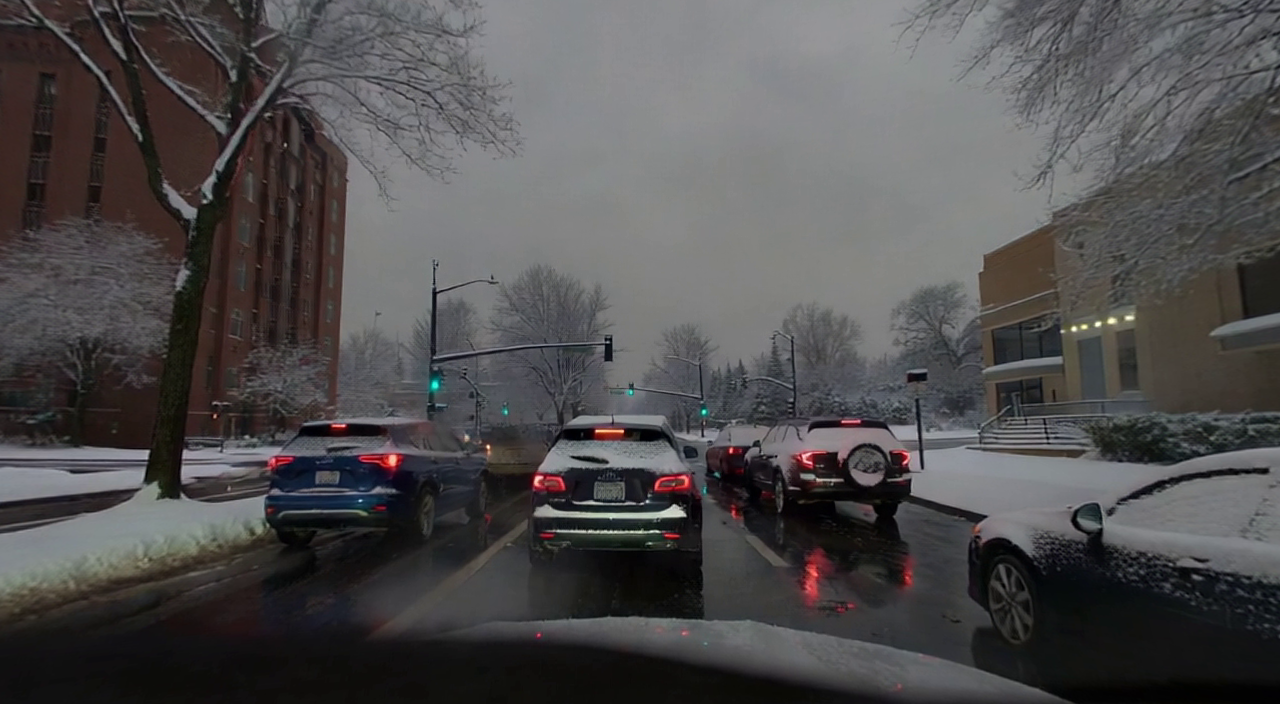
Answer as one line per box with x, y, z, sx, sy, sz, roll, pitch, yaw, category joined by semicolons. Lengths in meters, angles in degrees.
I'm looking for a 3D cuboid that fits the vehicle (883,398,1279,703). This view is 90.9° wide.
3.248;1.075;3.399;2.045;1.459;4.462;0;-8;-1;vehicle

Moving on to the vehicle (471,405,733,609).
-0.353;1.586;7.412;2.114;1.631;4.459;0;-8;-1;vehicle

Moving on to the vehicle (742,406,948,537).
3.345;2.083;11.530;2.117;1.879;4.715;0;-8;-1;vehicle

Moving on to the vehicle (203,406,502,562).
-3.748;1.830;9.507;2.141;1.718;4.809;0;-8;1;vehicle
